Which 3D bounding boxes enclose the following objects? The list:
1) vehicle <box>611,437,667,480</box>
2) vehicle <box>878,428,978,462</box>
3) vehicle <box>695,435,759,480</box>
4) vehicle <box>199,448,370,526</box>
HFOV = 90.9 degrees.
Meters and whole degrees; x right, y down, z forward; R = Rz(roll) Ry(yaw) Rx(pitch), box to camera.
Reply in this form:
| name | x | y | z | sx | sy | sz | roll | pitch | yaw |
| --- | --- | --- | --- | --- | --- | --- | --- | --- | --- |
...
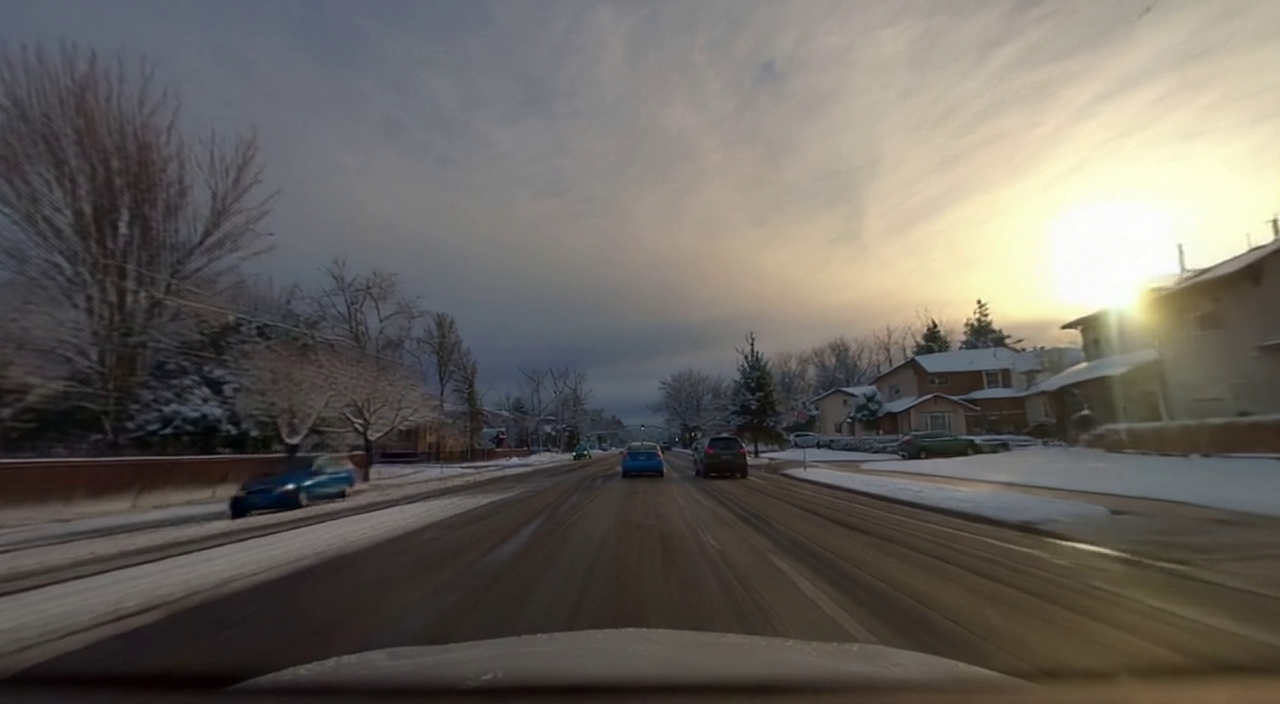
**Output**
| name | x | y | z | sx | sy | sz | roll | pitch | yaw |
| --- | --- | --- | --- | --- | --- | --- | --- | --- | --- |
| vehicle | -0.044 | 4.531 | 27.032 | 2.200 | 1.653 | 4.127 | 0 | -8 | 0 |
| vehicle | 15.412 | 5.019 | 33.915 | 4.378 | 1.754 | 2.007 | 1 | -9 | 0 |
| vehicle | 3.594 | 4.427 | 26.769 | 2.024 | 1.711 | 4.512 | 0 | -8 | 0 |
| vehicle | -9.595 | 3.628 | 17.558 | 2.101 | 1.703 | 4.481 | -4 | -9 | 1 |
